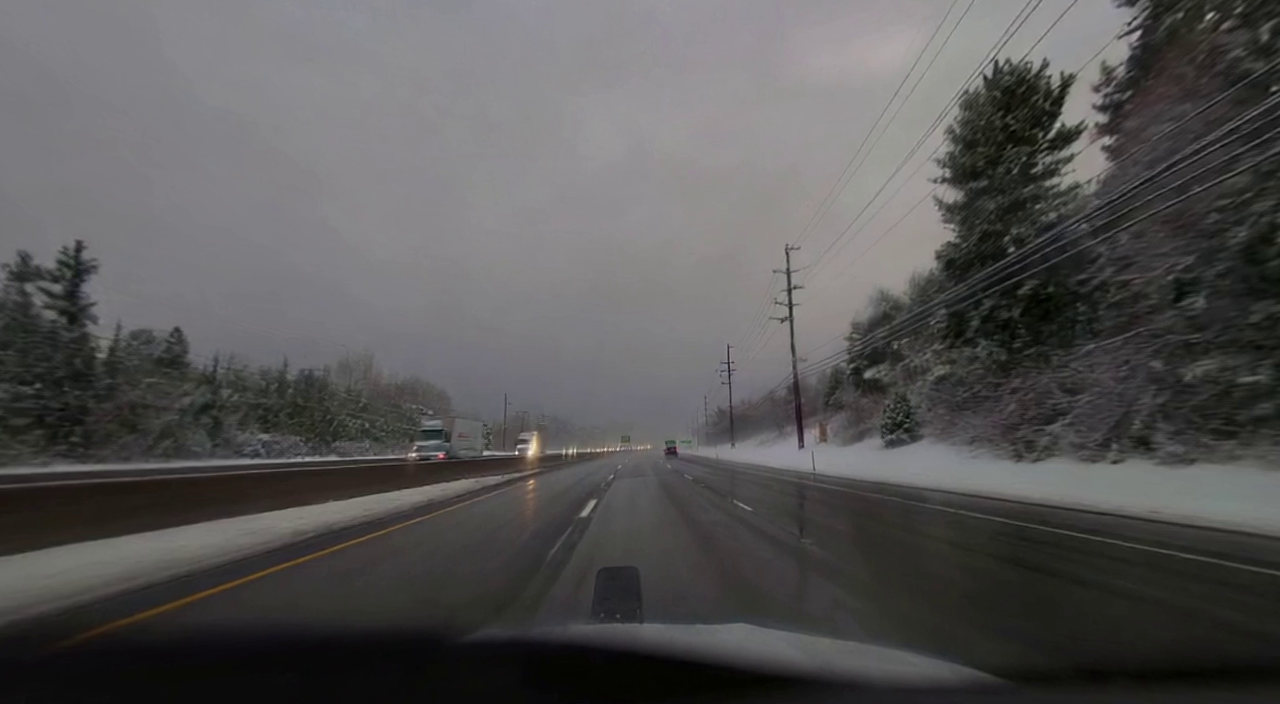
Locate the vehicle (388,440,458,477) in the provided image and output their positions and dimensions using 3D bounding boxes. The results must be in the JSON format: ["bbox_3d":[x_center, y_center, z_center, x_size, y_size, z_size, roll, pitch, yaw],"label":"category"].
[{"bbox_3d":[-11.576,5.697,33.793,2.052,1.796,4.970,0,-9,-1],"label":"vehicle"}]

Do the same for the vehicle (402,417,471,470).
[{"bbox_3d":[-15.306,6.962,47.632,3.119,3.694,5.532,0,-9,2],"label":"vehicle"}]
